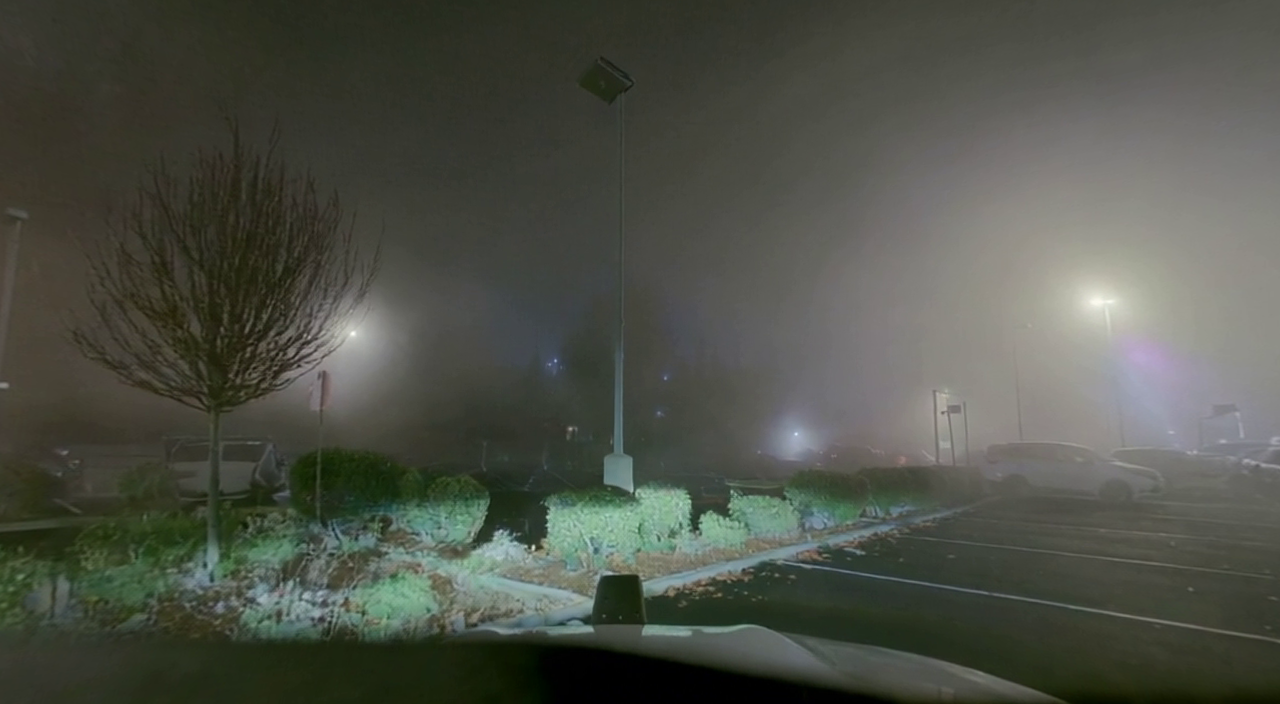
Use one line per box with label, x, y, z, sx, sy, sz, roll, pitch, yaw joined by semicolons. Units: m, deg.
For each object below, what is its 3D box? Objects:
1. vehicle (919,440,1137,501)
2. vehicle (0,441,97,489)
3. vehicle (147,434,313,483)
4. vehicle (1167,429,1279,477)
vehicle;10.640;3.217;17.607;4.772;1.441;1.976;-8;-12;42
vehicle;-19.414;3.447;19.245;1.790;1.396;4.000;-10;-13;40
vehicle;-15.192;3.918;23.636;1.921;1.632;4.752;-8;-11;42
vehicle;23.442;3.813;24.005;4.939;1.664;2.055;-10;-10;42
